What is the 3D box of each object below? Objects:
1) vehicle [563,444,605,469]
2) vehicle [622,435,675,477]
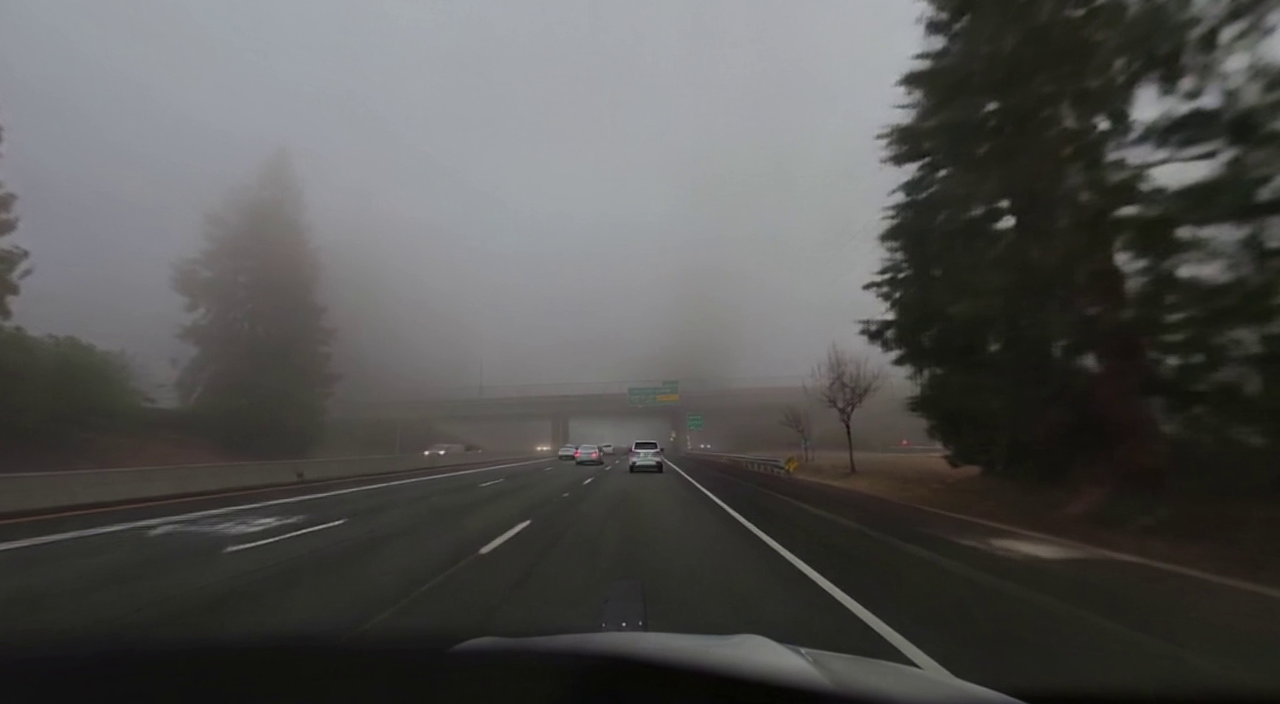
[{"bbox_3d":[-3.365,6.380,38.836,2.056,1.464,4.564,0,-8,1],"label":"vehicle"},{"bbox_3d":[0.362,4.573,27.906,2.152,1.697,4.066,0,-8,0],"label":"vehicle"}]
